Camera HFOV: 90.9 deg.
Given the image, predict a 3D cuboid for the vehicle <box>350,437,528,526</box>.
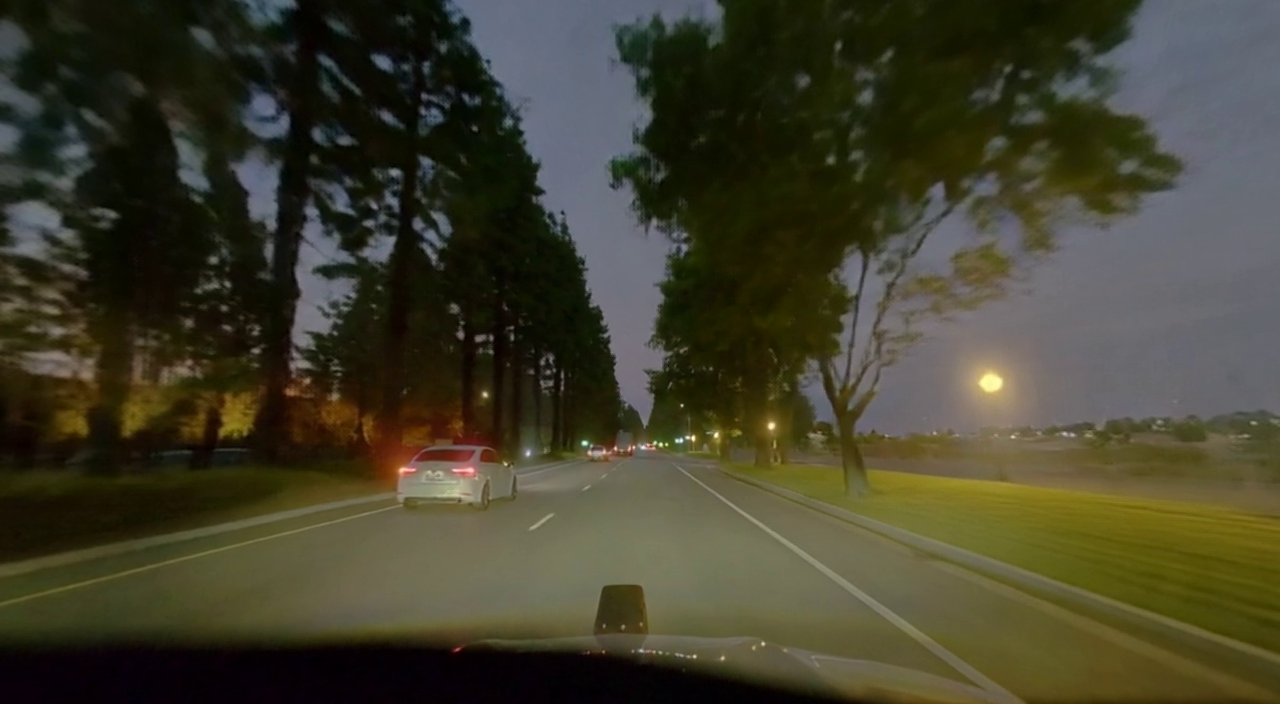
[{"bbox_3d":[-3.732,2.494,12.738,2.033,1.454,4.512,0,-9,1],"label":"vehicle"}]
